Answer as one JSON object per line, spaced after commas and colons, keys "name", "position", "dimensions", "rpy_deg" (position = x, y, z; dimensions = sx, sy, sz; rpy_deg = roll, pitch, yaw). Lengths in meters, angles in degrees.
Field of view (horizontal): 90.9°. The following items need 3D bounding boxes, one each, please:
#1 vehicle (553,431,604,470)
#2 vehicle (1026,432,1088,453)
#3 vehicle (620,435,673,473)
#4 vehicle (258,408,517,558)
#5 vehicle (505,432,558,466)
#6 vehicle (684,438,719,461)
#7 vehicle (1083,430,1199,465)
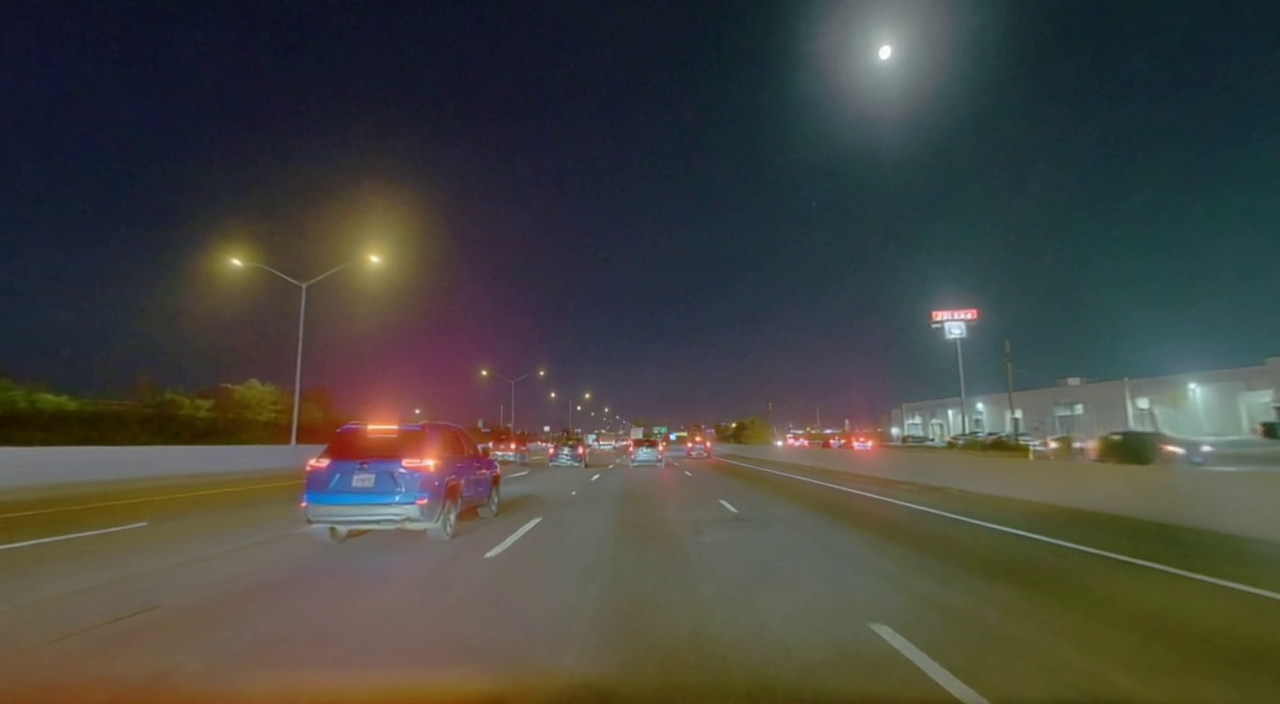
{"name": "vehicle", "position": [-2.902, 4.796, 30.846], "dimensions": [2.007, 1.730, 4.412], "rpy_deg": [0, -8, 1]}
{"name": "vehicle", "position": [30.028, 6.556, 45.567], "dimensions": [1.743, 1.467, 4.058], "rpy_deg": [0, -8, 2]}
{"name": "vehicle", "position": [0.271, 4.340, 26.970], "dimensions": [2.090, 1.474, 3.970], "rpy_deg": [0, -8, 0]}
{"name": "vehicle", "position": [-3.311, 1.819, 9.442], "dimensions": [1.961, 1.687, 4.453], "rpy_deg": [0, -8, 1]}
{"name": "vehicle", "position": [-6.193, 5.616, 36.534], "dimensions": [2.125, 1.804, 4.864], "rpy_deg": [0, -8, 1]}
{"name": "vehicle", "position": [4.263, 6.808, 44.257], "dimensions": [1.980, 1.492, 4.442], "rpy_deg": [0, -8, -1]}
{"name": "vehicle", "position": [23.198, 4.441, 29.438], "dimensions": [1.854, 1.463, 4.371], "rpy_deg": [0, -8, 1]}
